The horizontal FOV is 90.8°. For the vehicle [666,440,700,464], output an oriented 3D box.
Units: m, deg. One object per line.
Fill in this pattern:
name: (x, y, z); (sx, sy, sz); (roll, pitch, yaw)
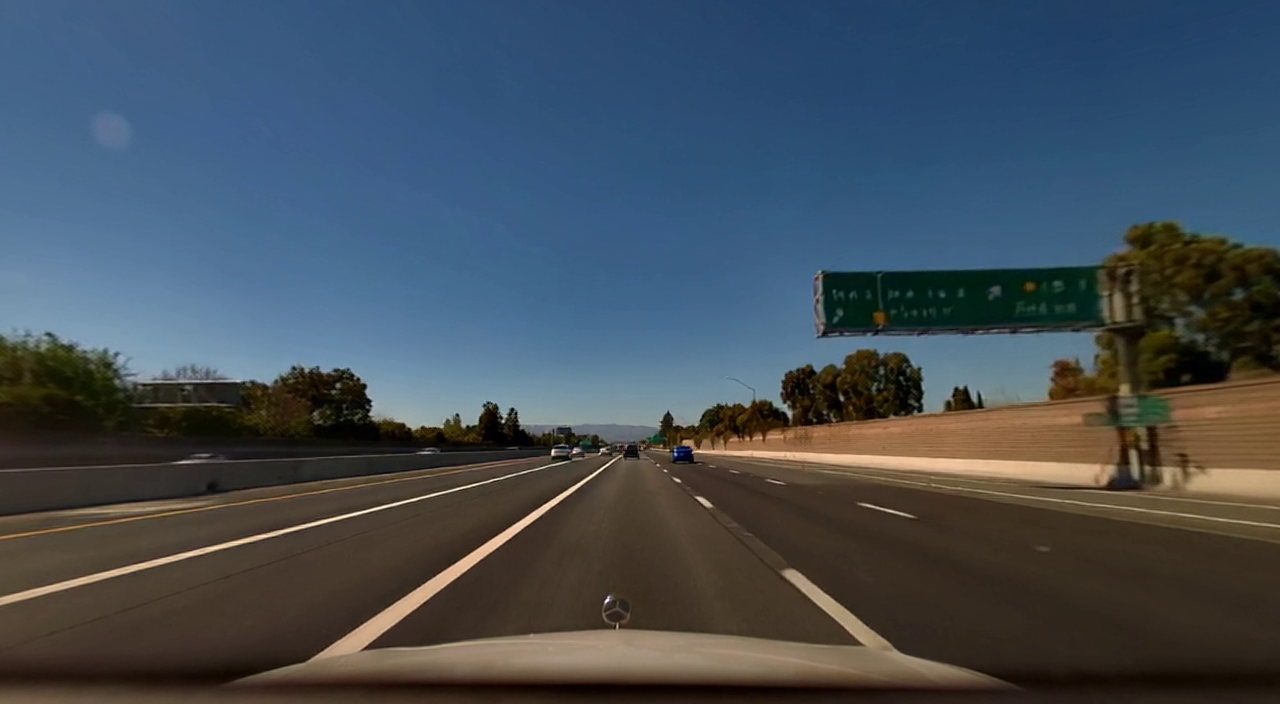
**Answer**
vehicle: (3.347, 7.834, 49.710); (2.166, 1.770, 4.703); (0, -9, -2)
